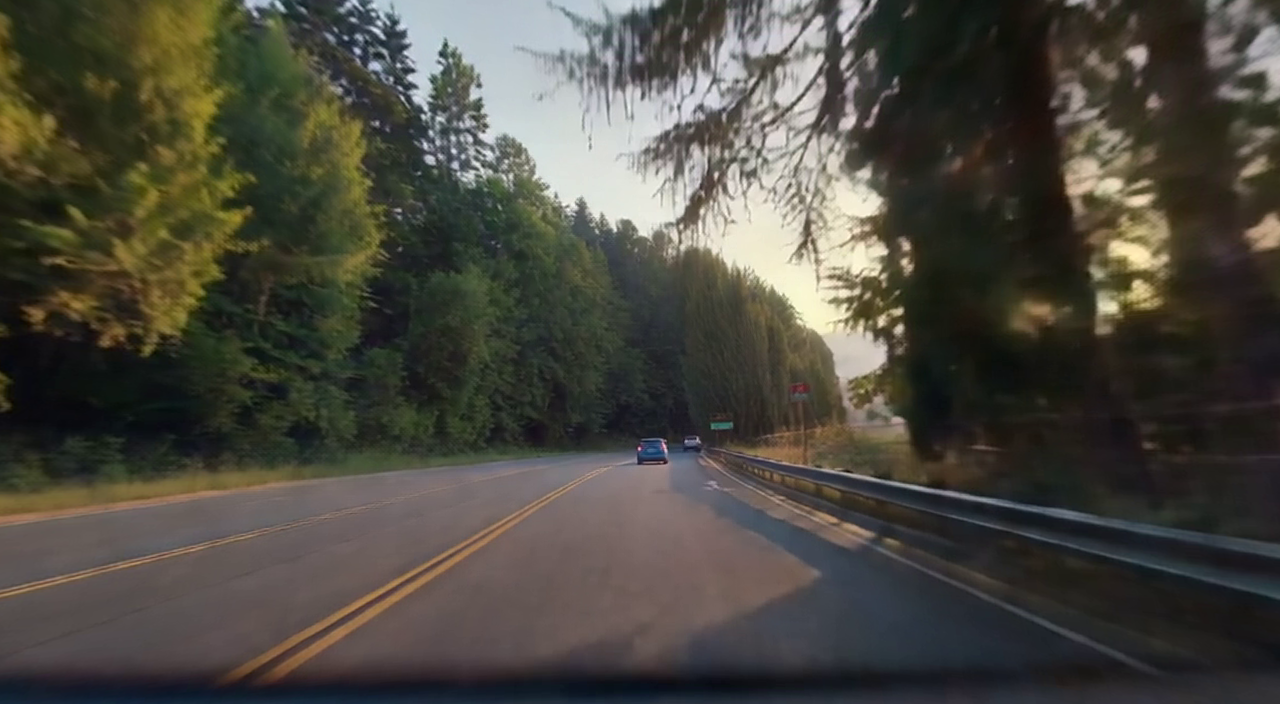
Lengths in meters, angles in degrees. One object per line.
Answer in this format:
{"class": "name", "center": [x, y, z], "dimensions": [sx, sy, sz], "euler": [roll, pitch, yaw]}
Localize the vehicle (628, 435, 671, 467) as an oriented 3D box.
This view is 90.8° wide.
{"class": "vehicle", "center": [0.615, 5.711, 36.566], "dimensions": [2.294, 1.708, 4.110], "euler": [-1, -9, 4]}
